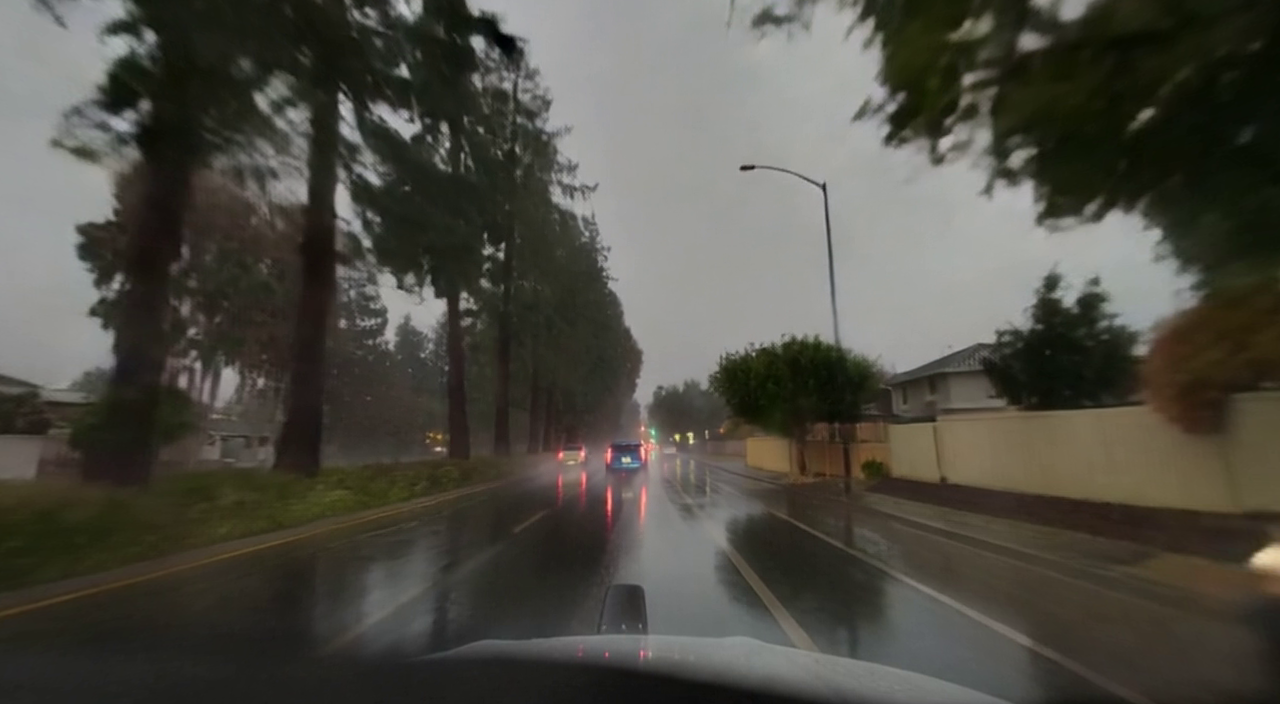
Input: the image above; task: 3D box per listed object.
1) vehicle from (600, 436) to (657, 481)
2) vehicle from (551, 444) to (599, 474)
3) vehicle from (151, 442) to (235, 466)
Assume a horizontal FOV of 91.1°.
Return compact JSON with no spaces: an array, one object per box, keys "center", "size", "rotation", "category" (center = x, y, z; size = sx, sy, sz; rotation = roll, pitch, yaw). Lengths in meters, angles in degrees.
[{"center":[-0.441,4.472,26.546],"size":[2.220,1.742,4.047],"rotation":[0,-9,0],"category":"vehicle"},{"center":[-3.381,5.662,33.495],"size":[2.032,1.433,4.458],"rotation":[0,-9,1],"category":"vehicle"},{"center":[-33.095,7.585,46.566],"size":[4.564,1.717,1.977],"rotation":[0,-9,-1],"category":"vehicle"}]
